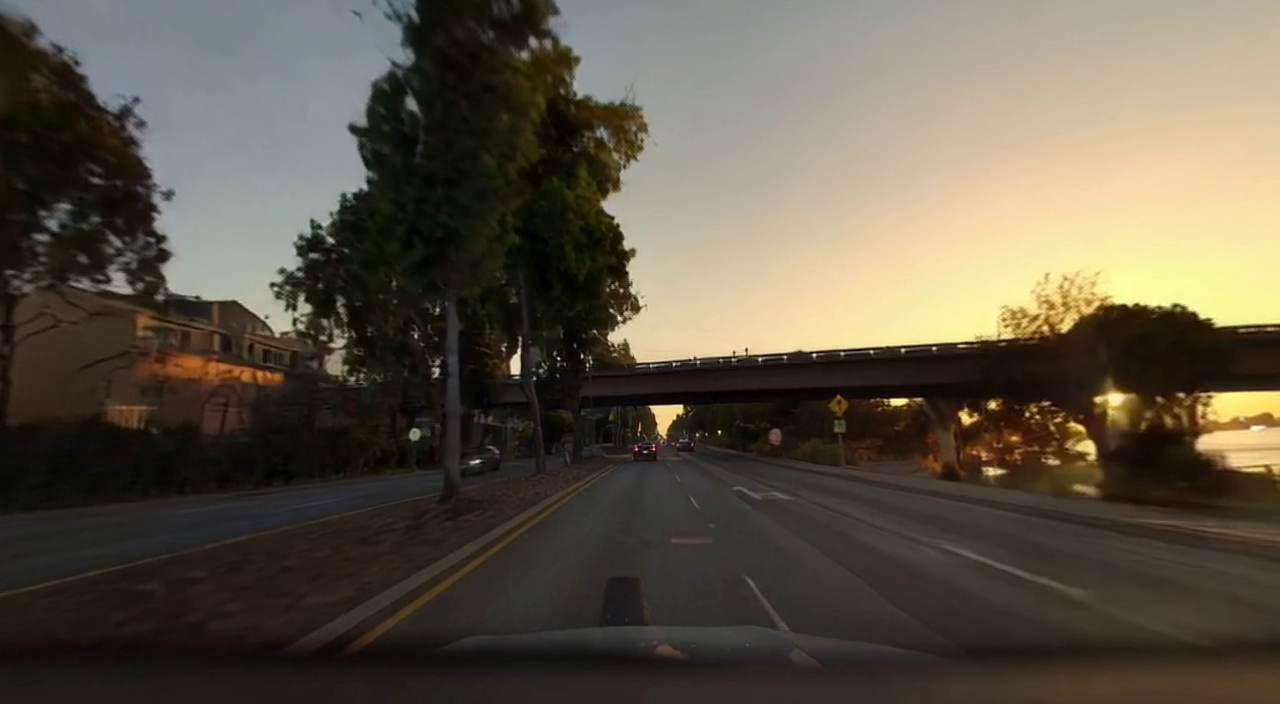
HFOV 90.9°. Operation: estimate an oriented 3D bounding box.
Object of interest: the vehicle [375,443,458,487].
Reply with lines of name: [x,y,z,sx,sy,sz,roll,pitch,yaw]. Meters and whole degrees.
vehicle: [-10.436,5.275,29.902,2.144,1.835,4.733,1,-8,0]
